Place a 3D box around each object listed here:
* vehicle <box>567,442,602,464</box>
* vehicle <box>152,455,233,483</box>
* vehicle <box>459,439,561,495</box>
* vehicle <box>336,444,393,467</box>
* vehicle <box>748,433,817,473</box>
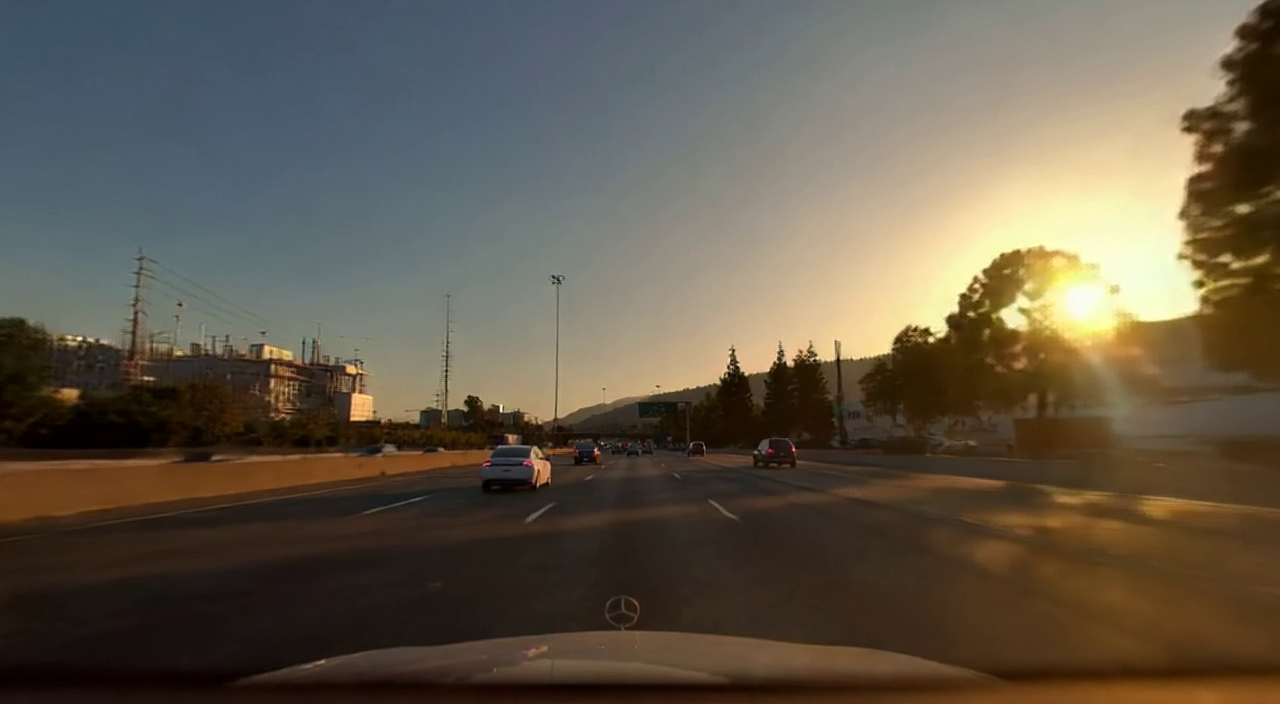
[{"bbox_3d":[-3.897,7.194,45.112,2.078,1.464,4.093,0,-9,0],"label":"vehicle"},{"bbox_3d":[-24.515,6.406,34.798,1.724,1.414,3.765,0,-9,-1],"label":"vehicle"},{"bbox_3d":[-3.697,3.373,18.951,2.047,1.469,4.614,0,-9,0],"label":"vehicle"},{"bbox_3d":[-21.091,7.925,48.588,2.136,1.695,5.011,0,-9,0],"label":"vehicle"},{"bbox_3d":[6.790,4.867,30.667,2.147,1.769,4.666,0,-9,-2],"label":"vehicle"}]
